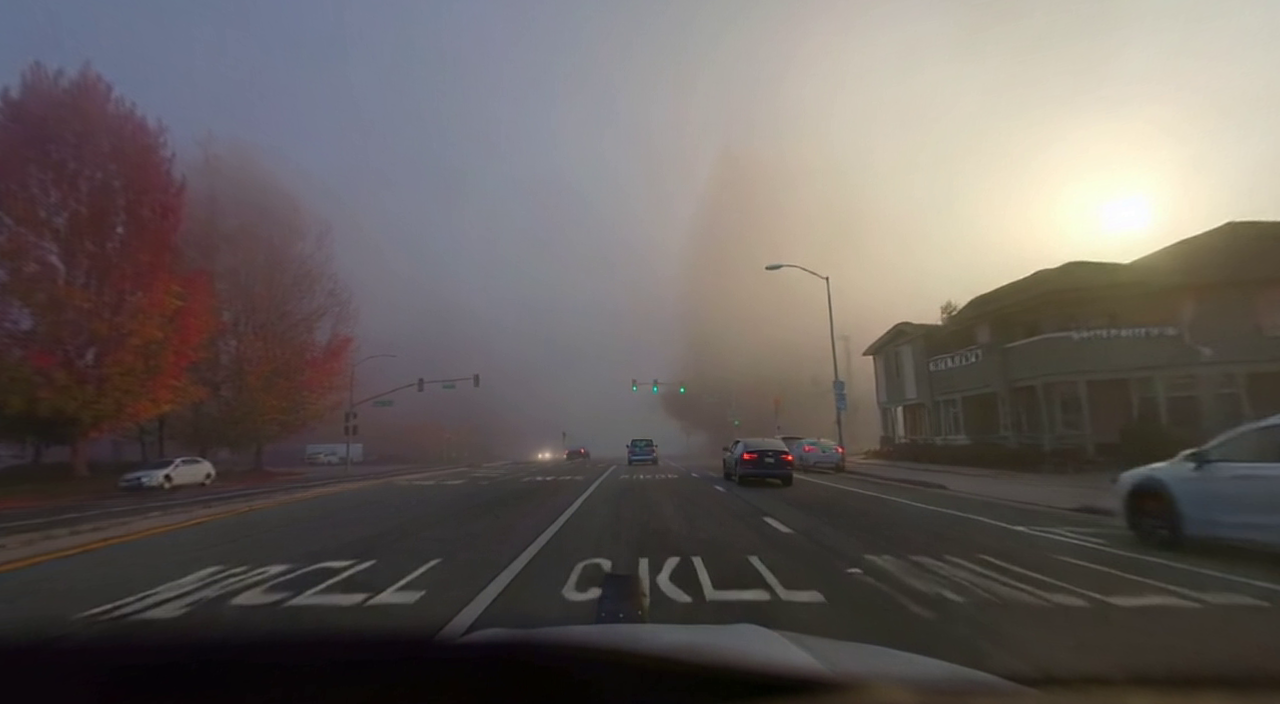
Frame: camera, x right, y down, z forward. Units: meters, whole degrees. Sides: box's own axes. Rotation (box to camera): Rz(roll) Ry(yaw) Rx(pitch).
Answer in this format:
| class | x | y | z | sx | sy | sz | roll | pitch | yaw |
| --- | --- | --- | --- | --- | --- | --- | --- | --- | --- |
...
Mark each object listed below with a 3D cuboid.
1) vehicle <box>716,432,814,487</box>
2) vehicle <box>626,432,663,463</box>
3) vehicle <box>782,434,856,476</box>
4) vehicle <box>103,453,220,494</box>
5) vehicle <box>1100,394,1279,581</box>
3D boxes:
| class | x | y | z | sx | sy | sz | roll | pitch | yaw |
| --- | --- | --- | --- | --- | --- | --- | --- | --- | --- |
| vehicle | 3.795 | 3.361 | 19.990 | 2.178 | 1.546 | 4.311 | 0 | -8 | 0 |
| vehicle | 0.273 | 6.165 | 40.715 | 2.239 | 1.856 | 4.815 | 0 | -8 | 0 |
| vehicle | 7.343 | 4.250 | 26.252 | 1.876 | 1.598 | 4.171 | 0 | -8 | 1 |
| vehicle | -22.307 | 5.643 | 29.621 | 1.915 | 1.686 | 4.422 | 0 | -8 | 1 |
| vehicle | 7.331 | 1.310 | 6.062 | 2.128 | 1.804 | 4.825 | 0 | -8 | 0 |
